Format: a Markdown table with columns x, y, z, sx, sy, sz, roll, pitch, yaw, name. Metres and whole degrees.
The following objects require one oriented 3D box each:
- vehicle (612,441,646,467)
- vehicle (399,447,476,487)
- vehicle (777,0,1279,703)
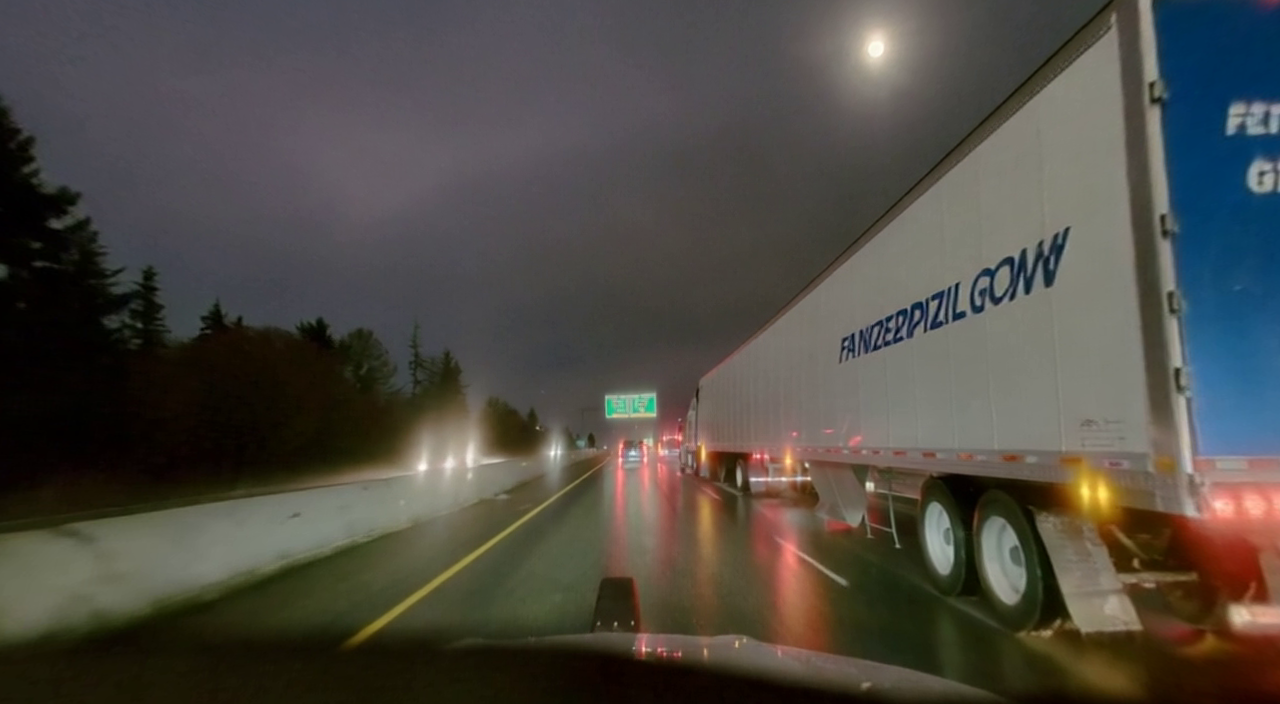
| x | y | z | sx | sy | sz | roll | pitch | yaw | name |
| --- | --- | --- | --- | --- | --- | --- | --- | --- | --- |
| -0.680 | 6.069 | 37.639 | 1.943 | 1.491 | 3.459 | 0 | -8 | -1 | vehicle |
| -8.628 | 4.897 | 27.212 | 1.986 | 1.522 | 4.181 | -1 | -8 | 0 | vehicle |
| 4.234 | 0.345 | 7.708 | 2.853 | 4.086 | 9.078 | 0 | -8 | -1 | vehicle |
